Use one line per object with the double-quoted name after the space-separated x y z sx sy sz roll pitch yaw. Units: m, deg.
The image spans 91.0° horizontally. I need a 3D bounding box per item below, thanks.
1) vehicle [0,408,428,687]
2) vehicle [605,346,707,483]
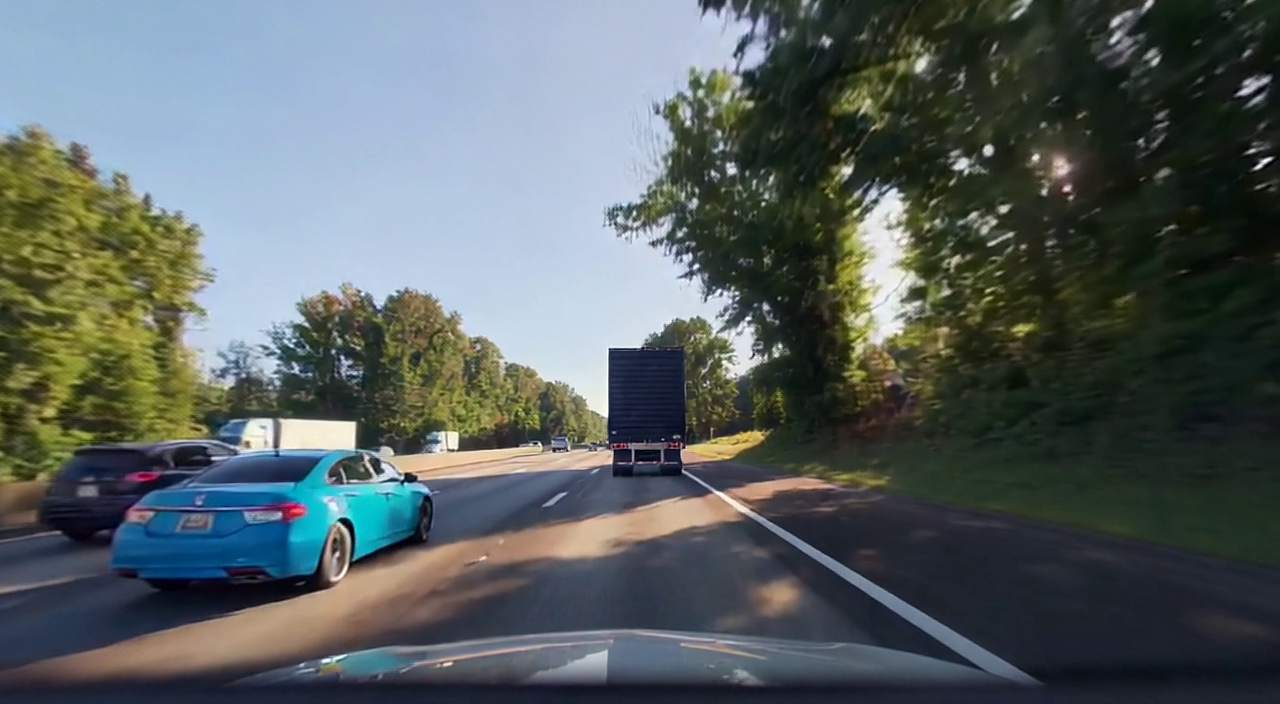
-3.586 1.397 5.696 1.854 1.530 4.268 0 -8 0 "vehicle"
0.442 2.641 24.564 3.073 4.196 10.546 0 -8 0 "vehicle"
